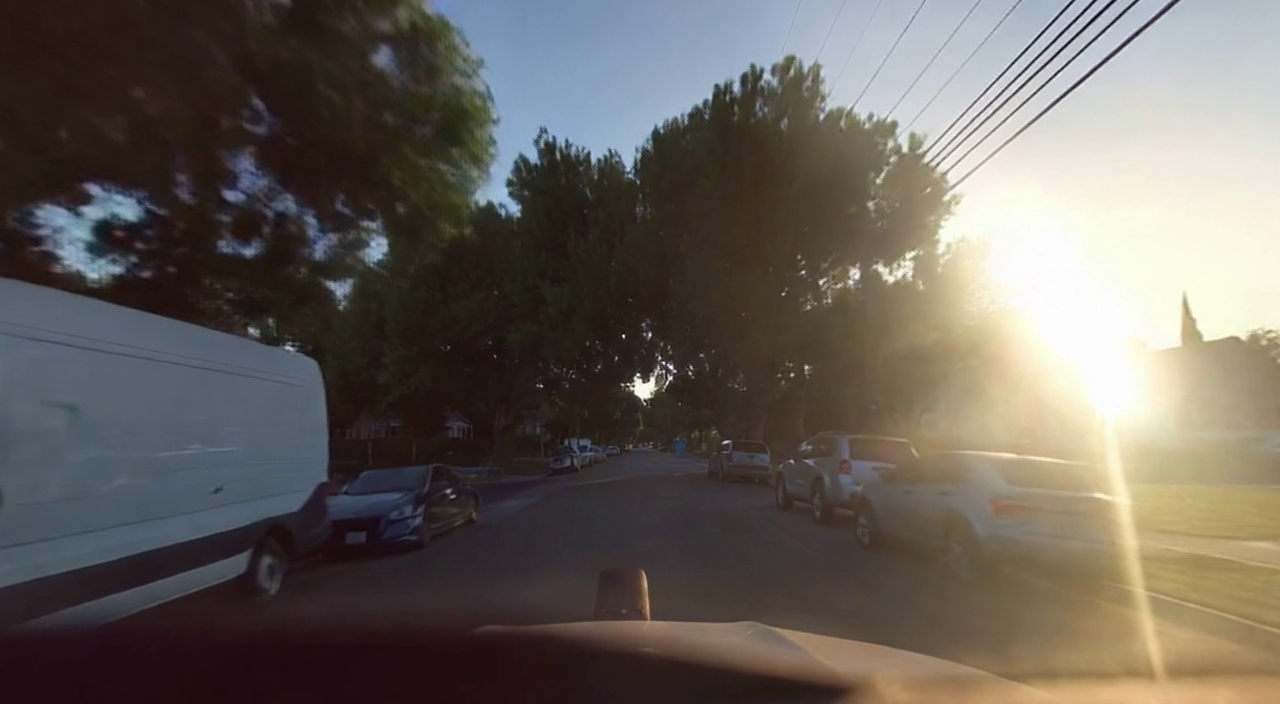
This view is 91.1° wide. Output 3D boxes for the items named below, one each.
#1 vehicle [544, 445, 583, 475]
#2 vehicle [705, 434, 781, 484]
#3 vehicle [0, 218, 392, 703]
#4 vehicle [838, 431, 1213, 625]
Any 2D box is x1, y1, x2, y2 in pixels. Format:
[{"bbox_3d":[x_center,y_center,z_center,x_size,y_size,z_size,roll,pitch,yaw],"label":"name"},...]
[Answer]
[{"bbox_3d":[-4.432,6.296,36.932,1.870,1.562,4.212,-3,-8,-2],"label":"vehicle"},{"bbox_3d":[4.162,4.454,26.417,2.215,1.897,5.131,0,-9,-1],"label":"vehicle"},{"bbox_3d":[-4.399,0.893,4.596,2.470,2.613,5.989,-4,-9,4],"label":"vehicle"},{"bbox_3d":[4.030,1.847,7.692,1.839,1.520,4.498,3,-8,1],"label":"vehicle"}]
